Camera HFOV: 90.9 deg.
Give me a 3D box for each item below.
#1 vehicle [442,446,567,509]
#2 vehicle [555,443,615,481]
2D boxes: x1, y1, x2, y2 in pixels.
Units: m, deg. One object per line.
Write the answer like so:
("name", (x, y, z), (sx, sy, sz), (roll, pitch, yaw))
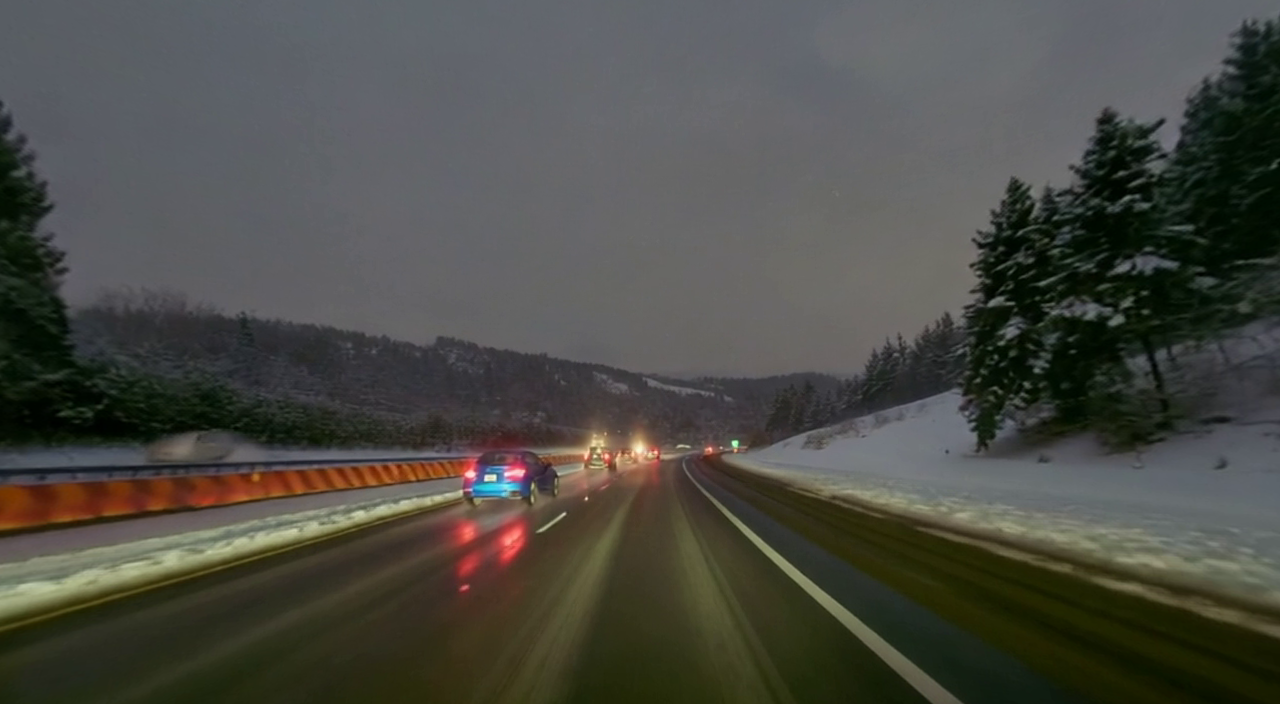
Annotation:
("vehicle", (-3.112, 2.982, 15.378), (2.061, 1.330, 3.928), (-1, -9, 2))
("vehicle", (-2.315, 4.808, 27.723), (2.094, 1.480, 4.124), (-1, -9, 3))
